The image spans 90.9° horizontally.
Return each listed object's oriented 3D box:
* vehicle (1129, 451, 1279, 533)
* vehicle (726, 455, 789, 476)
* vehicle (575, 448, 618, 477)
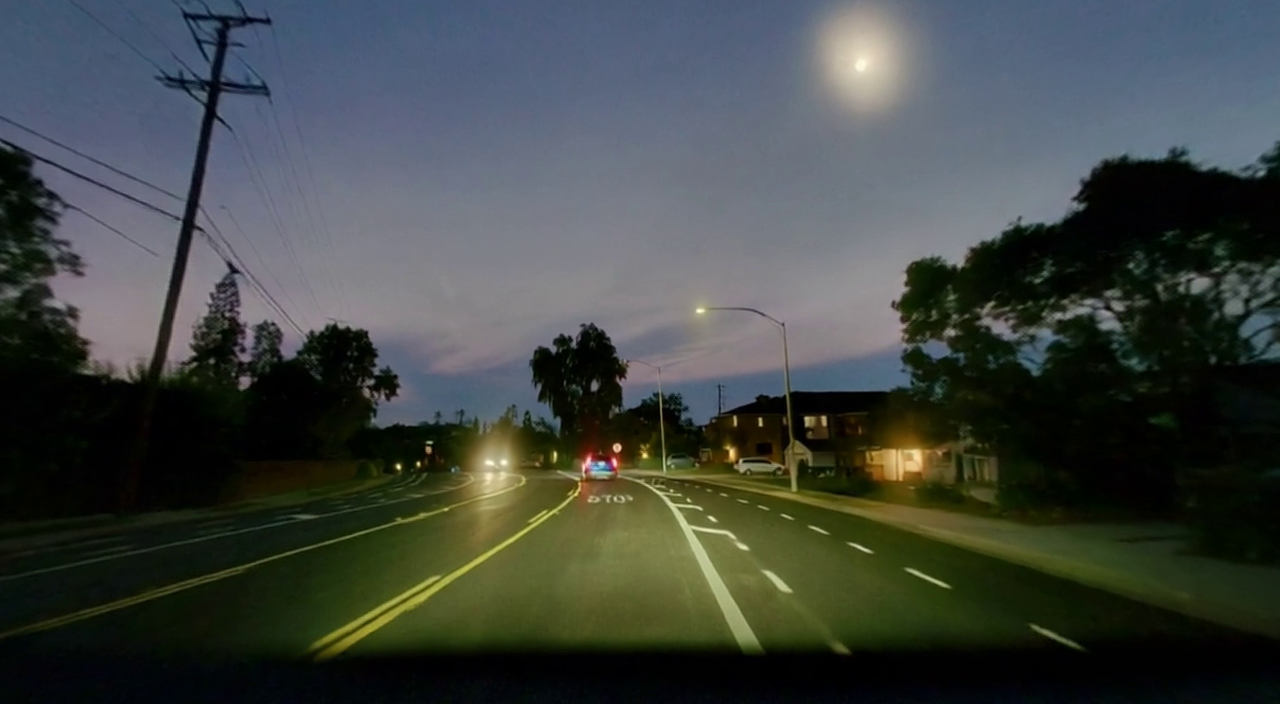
[{"bbox_3d":[12.209,2.672,12.201,3.959,1.382,1.906,1,-13,-7],"label":"vehicle"},{"bbox_3d":[9.146,8.815,49.093,4.383,1.508,1.884,1,-8,-10],"label":"vehicle"},{"bbox_3d":[-3.116,7.694,44.228,2.284,1.741,4.702,4,-8,-11],"label":"vehicle"}]
